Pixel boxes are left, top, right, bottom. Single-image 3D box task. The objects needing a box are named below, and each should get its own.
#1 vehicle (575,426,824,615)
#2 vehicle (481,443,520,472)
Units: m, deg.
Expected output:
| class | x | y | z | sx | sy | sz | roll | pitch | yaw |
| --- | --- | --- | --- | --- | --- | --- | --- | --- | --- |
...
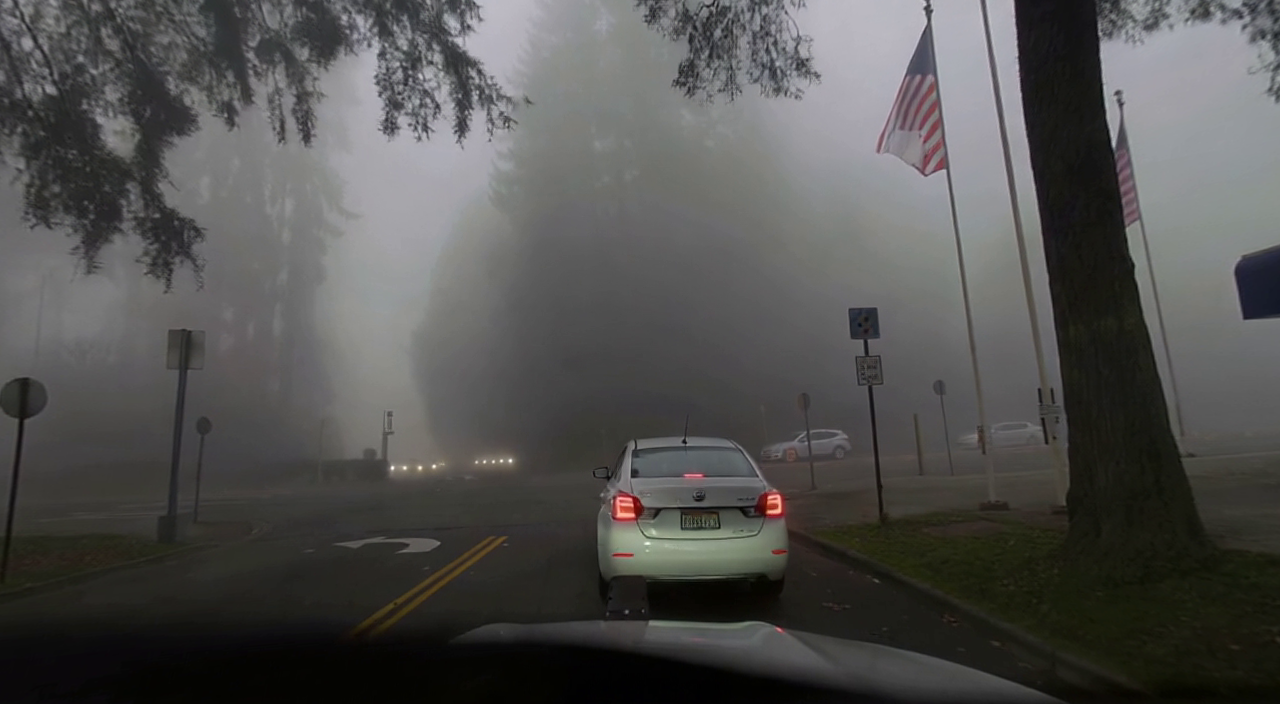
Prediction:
| class | x | y | z | sx | sy | sz | roll | pitch | yaw |
| --- | --- | --- | --- | --- | --- | --- | --- | --- | --- |
| vehicle | 0.377 | 1.620 | 6.895 | 1.985 | 1.463 | 3.647 | 0 | -9 | -3 |
| vehicle | -10.098 | 7.673 | 45.870 | 2.212 | 1.948 | 4.537 | 0 | -9 | -6 |
